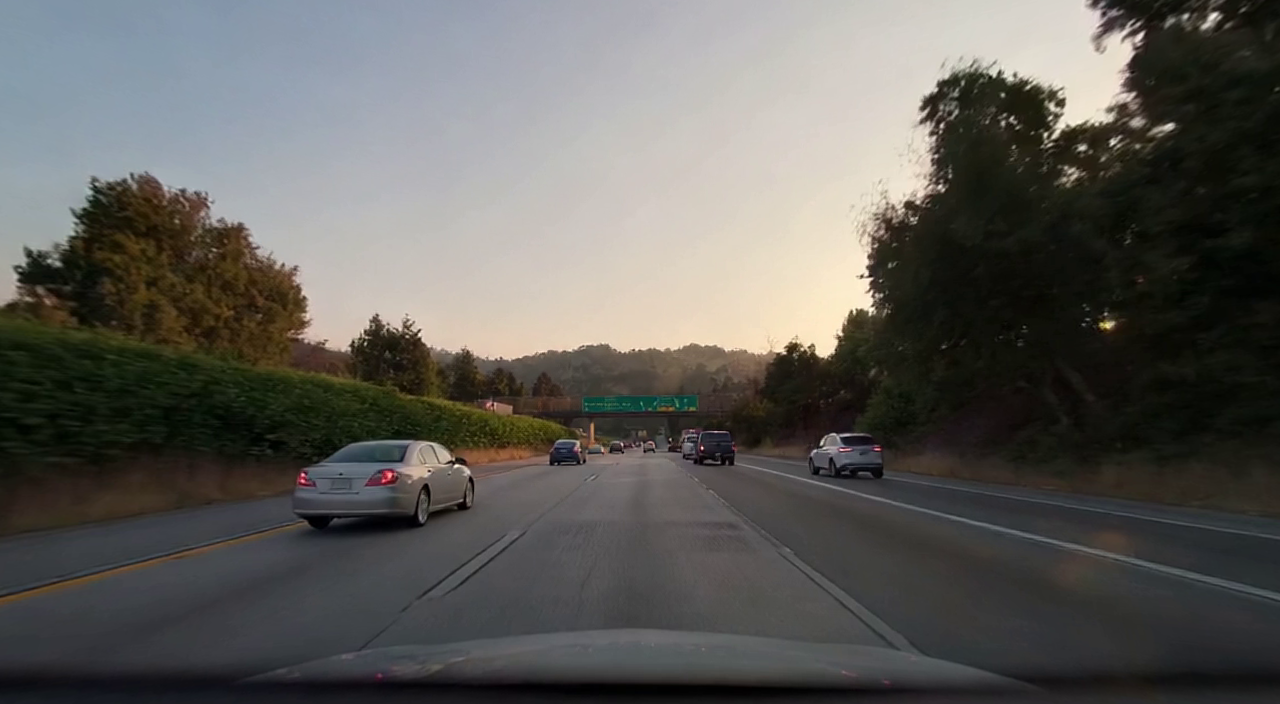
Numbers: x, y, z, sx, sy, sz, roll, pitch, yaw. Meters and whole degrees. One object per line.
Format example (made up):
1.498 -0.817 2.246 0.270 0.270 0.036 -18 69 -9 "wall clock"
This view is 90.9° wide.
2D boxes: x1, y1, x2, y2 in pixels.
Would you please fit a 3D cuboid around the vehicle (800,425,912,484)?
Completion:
7.989 3.868 24.089 2.291 1.968 5.662 0 -8 0 "vehicle"

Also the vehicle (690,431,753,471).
4.201 5.236 33.506 2.517 1.935 5.552 0 -8 -1 "vehicle"

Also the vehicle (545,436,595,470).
-3.510 5.148 32.351 2.020 1.628 4.248 0 -8 1 "vehicle"

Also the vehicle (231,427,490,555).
-3.772 1.936 9.481 1.978 1.473 4.073 0 -8 1 "vehicle"
